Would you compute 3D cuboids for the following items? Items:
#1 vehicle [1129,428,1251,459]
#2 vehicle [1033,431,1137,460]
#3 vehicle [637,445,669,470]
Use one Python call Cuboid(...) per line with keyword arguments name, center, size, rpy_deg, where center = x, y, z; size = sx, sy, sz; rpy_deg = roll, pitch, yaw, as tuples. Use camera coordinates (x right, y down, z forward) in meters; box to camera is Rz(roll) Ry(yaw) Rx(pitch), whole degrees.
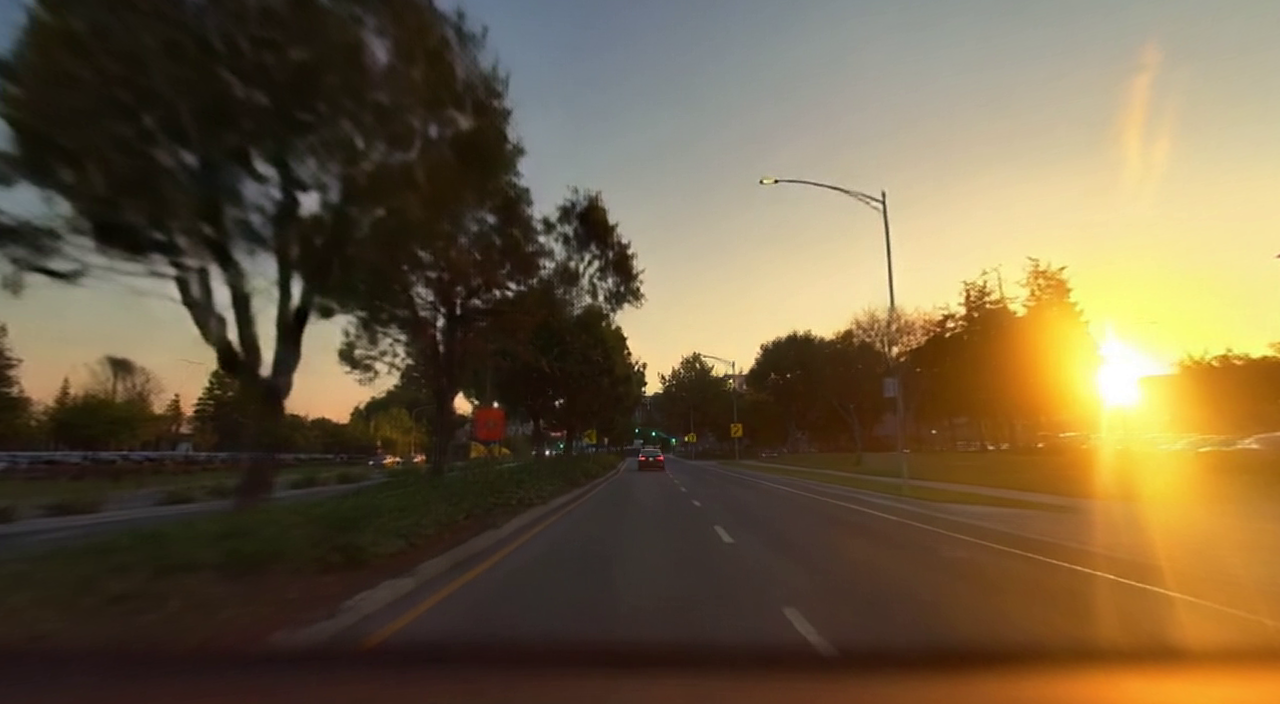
Cuboid(name="vehicle", center=(27.776, 4.677, 32.137), size=(1.847, 1.451, 4.470), rpy_deg=(1, -9, -8))
Cuboid(name="vehicle", center=(26.821, 5.679, 38.399), size=(2.143, 1.623, 5.235), rpy_deg=(0, -8, -6))
Cuboid(name="vehicle", center=(0.864, 7.378, 44.331), size=(2.158, 1.600, 3.865), rpy_deg=(0, -9, -1))
